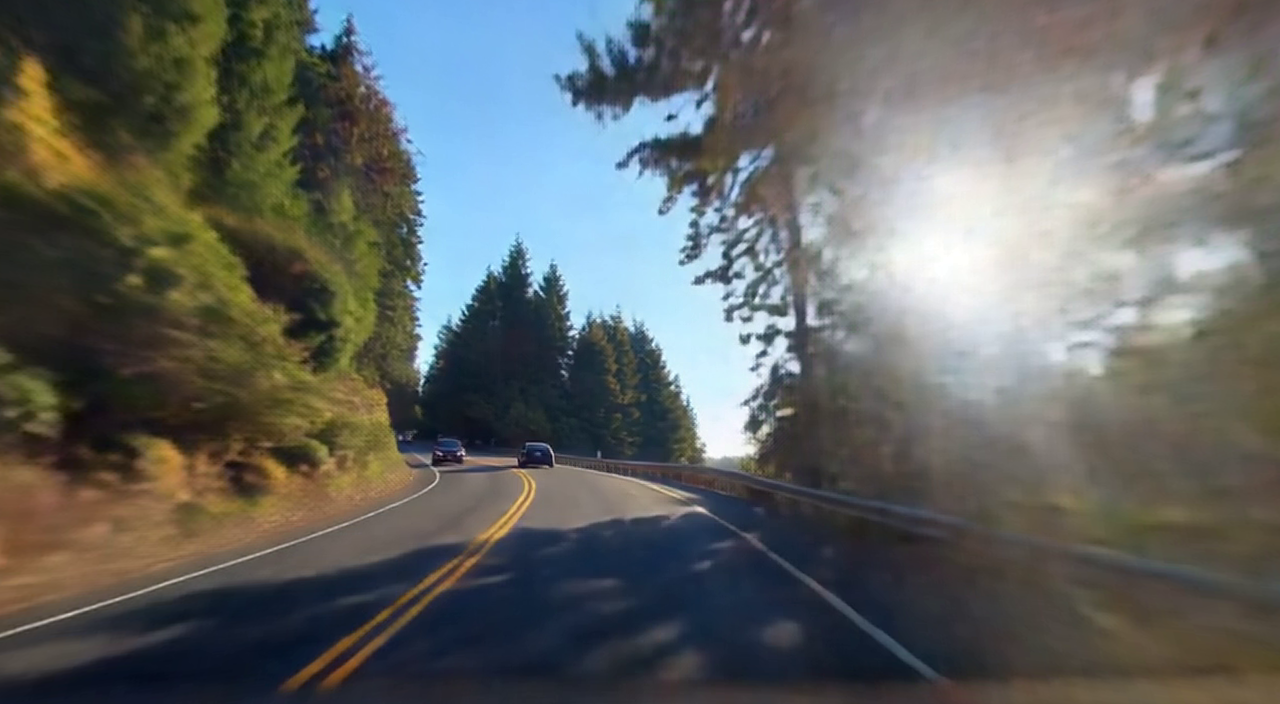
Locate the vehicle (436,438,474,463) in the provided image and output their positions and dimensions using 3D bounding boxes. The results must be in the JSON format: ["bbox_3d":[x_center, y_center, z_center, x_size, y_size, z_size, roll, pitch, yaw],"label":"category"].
[{"bbox_3d":[-12.705,6.703,43.126,2.167,1.602,4.548,3,-9,-20],"label":"vehicle"}]

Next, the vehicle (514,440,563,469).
[{"bbox_3d":[-5.783,5.756,35.480,2.120,1.491,4.349,3,-9,-16],"label":"vehicle"}]
